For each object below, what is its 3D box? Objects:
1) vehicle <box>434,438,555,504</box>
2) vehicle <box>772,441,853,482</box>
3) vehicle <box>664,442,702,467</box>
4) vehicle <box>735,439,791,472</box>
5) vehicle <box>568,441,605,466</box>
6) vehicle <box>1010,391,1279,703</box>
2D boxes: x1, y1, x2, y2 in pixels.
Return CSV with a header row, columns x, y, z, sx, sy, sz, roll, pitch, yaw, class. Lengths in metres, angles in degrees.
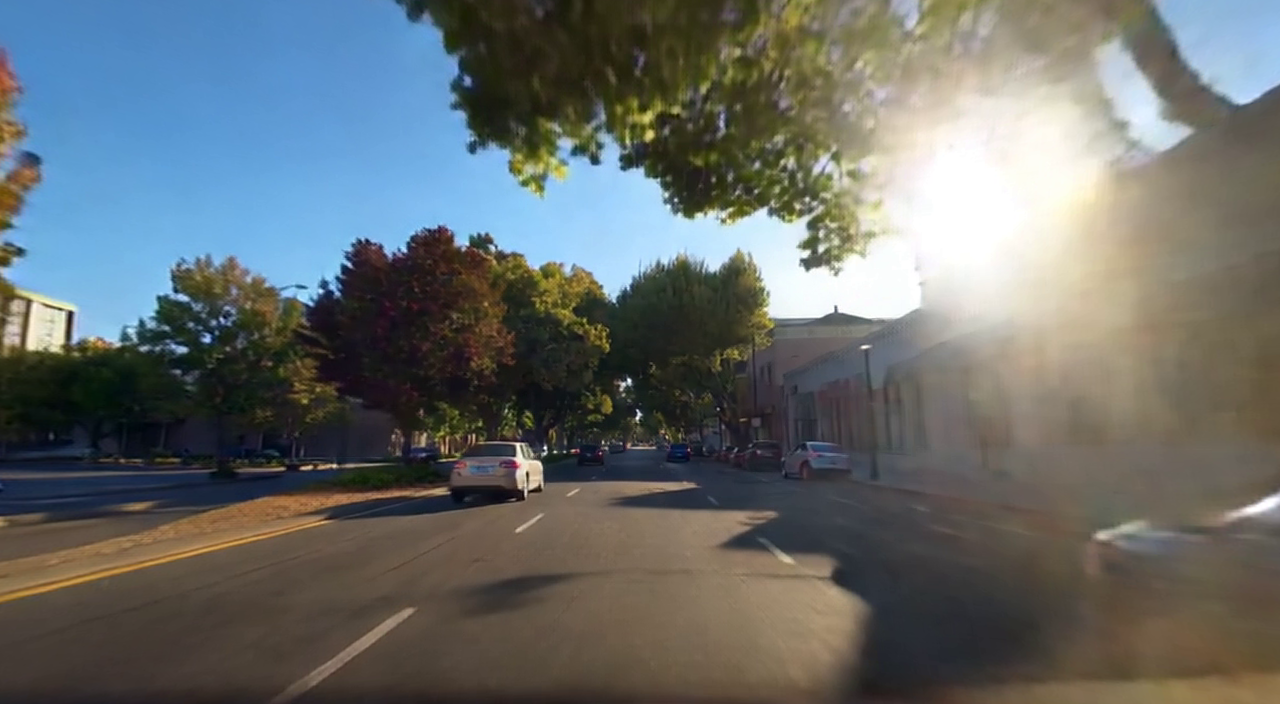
x,y,z,sx,sy,sz,roll,pitch,yaw,class
-3.579,3.027,16.503,2.060,1.466,4.387,0,-9,1,vehicle
6.719,4.309,25.124,1.896,1.479,4.416,0,-9,-1,vehicle
2.649,6.391,39.608,1.961,1.482,4.538,0,-9,-1,vehicle
6.533,5.555,34.018,1.983,1.618,4.108,0,-9,-4,vehicle
-3.704,7.190,44.816,2.145,1.694,4.642,0,-9,1,vehicle
3.376,0.790,1.630,2.021,1.491,4.563,0,-9,-1,vehicle
